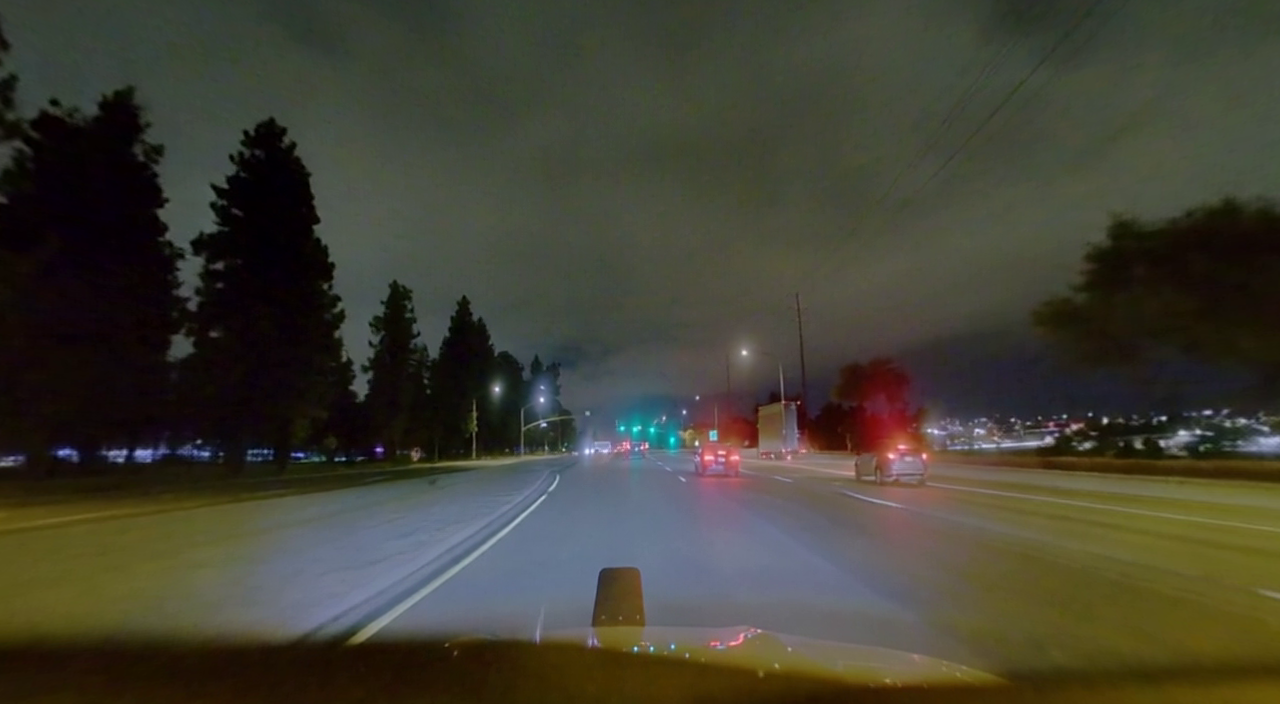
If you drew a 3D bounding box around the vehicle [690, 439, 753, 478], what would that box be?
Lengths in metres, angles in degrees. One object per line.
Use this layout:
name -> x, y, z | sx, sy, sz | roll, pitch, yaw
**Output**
vehicle -> 3.336, 4.473, 26.840 | 1.948, 1.479, 4.620 | 0, -8, -1
